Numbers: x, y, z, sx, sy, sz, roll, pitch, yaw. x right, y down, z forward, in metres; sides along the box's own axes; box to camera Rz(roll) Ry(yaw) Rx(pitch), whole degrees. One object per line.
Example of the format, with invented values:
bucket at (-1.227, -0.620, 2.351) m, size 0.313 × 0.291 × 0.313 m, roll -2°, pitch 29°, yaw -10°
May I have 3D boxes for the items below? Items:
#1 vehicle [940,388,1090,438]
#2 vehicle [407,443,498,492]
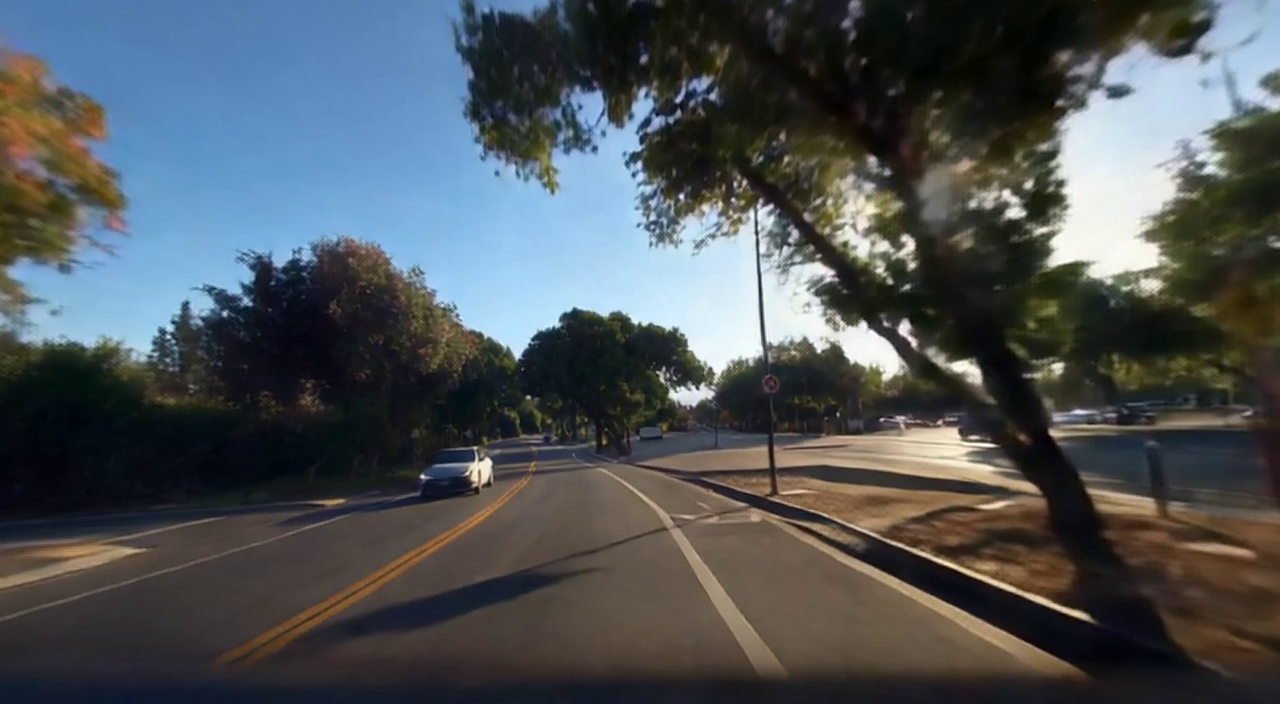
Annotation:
vehicle at (26.880, 4.435, 45.491) m, size 8.774 × 3.004 × 2.914 m, roll -3°, pitch -7°, yaw -1°
vehicle at (-6.241, 3.849, 21.545) m, size 2.125 × 1.440 × 4.450 m, roll 0°, pitch -8°, yaw -5°
